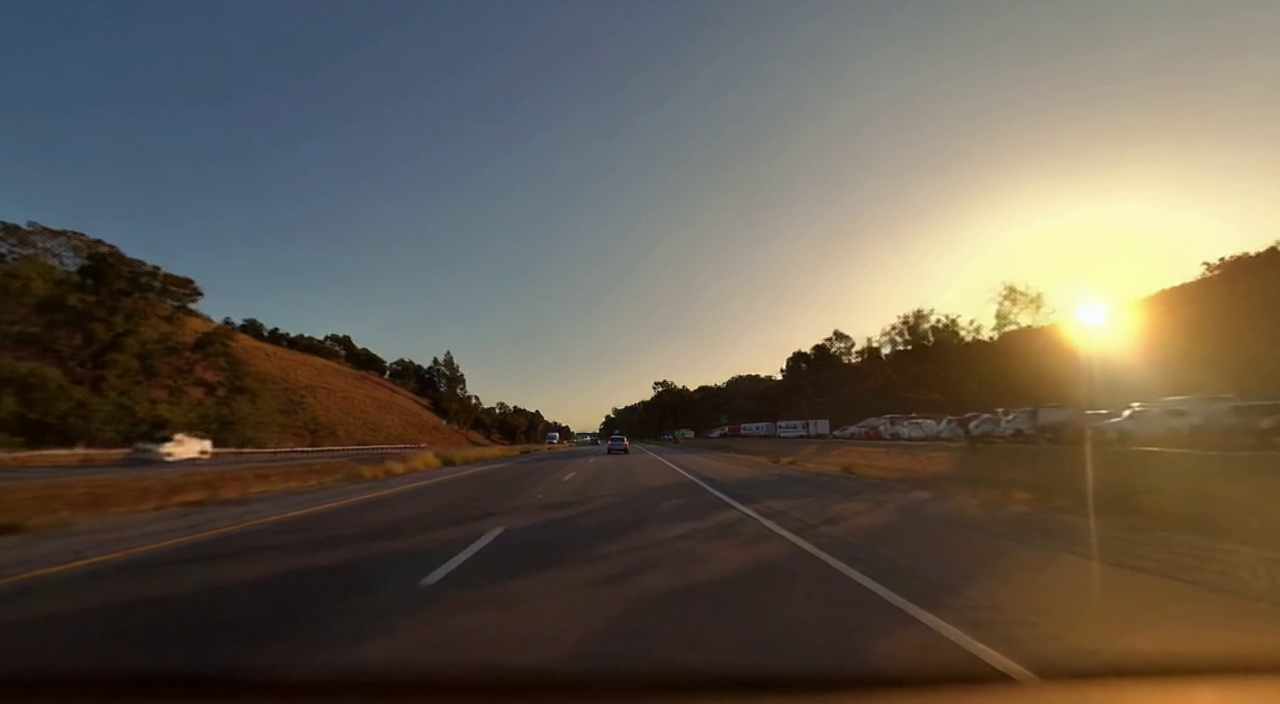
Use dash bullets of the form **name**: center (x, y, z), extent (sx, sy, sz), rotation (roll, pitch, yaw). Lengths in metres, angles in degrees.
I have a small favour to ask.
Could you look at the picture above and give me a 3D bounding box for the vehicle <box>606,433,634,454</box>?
- **vehicle**: center (-1.532, 6.942, 47.773), extent (2.037, 1.504, 4.248), rotation (0, -8, -2)
